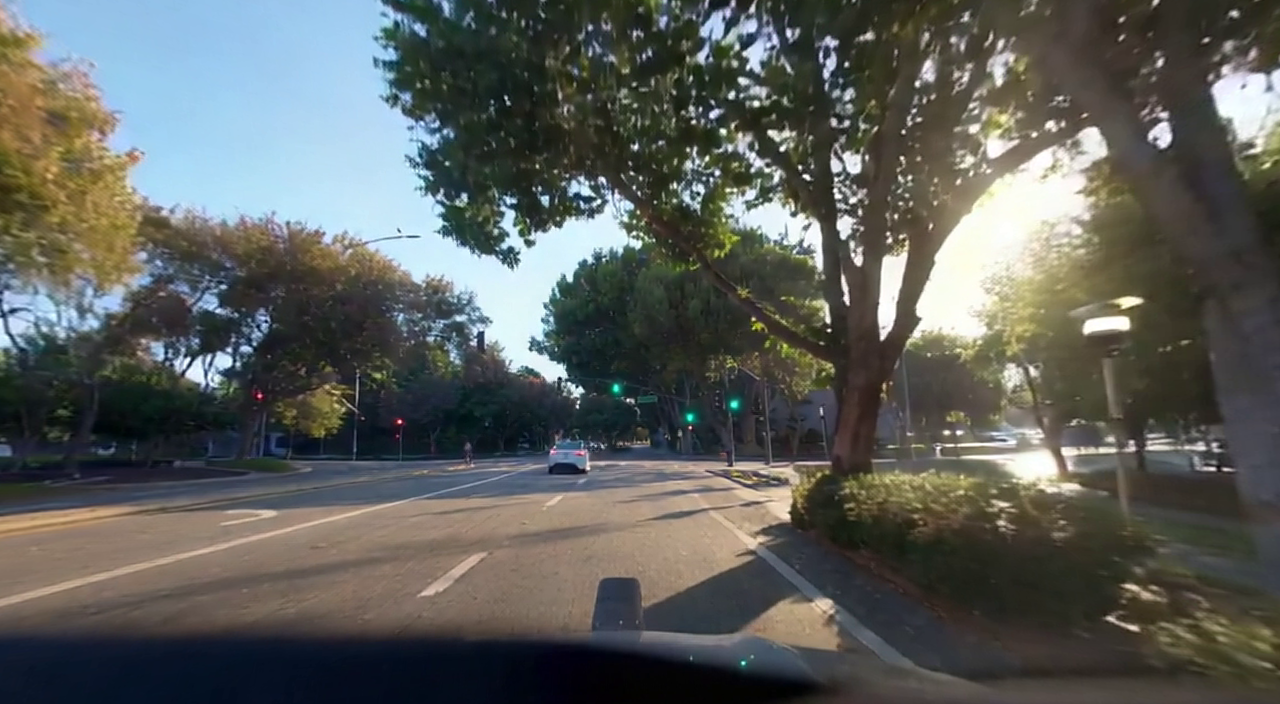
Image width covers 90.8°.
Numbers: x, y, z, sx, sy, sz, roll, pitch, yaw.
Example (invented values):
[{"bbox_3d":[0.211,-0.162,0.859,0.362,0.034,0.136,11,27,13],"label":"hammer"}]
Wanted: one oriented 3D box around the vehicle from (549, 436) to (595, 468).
[{"bbox_3d":[-3.667,5.475,34.718,2.076,1.599,4.483,0,-8,-1],"label":"vehicle"}]
